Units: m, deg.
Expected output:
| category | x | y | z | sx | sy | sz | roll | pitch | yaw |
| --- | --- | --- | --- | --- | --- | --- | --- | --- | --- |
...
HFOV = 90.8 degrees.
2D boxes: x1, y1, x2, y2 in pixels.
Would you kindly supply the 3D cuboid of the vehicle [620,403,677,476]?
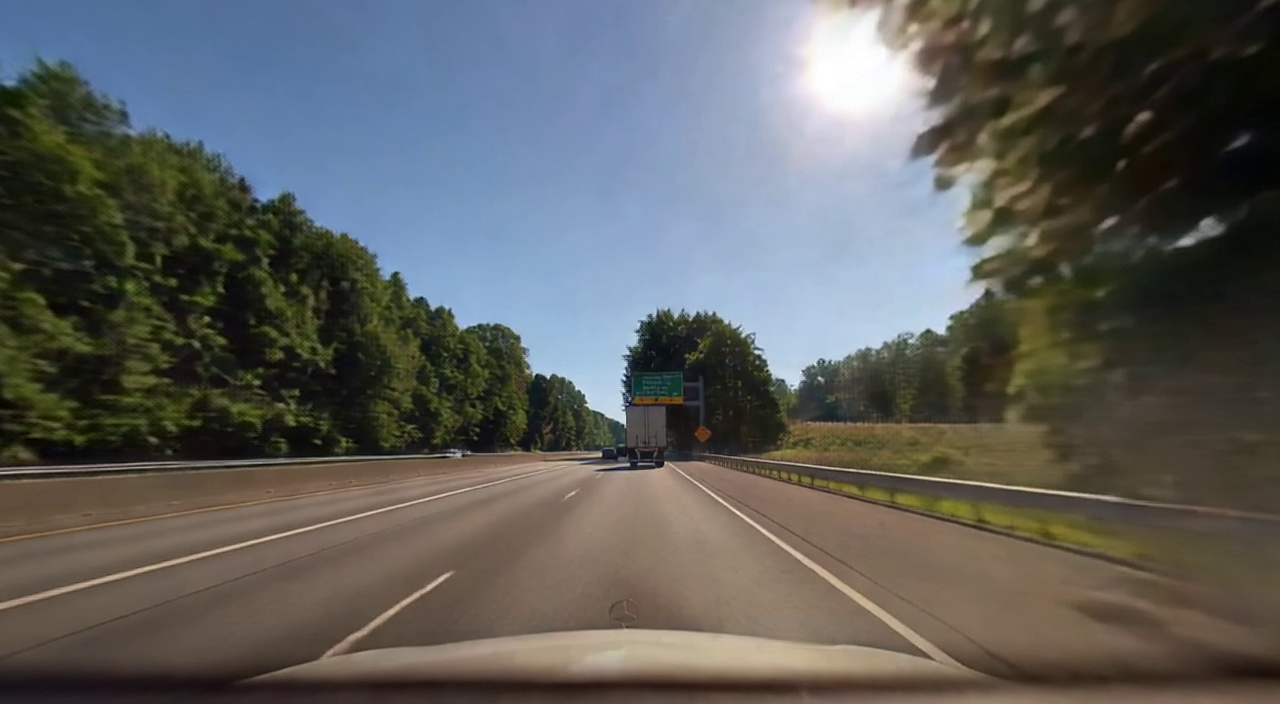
| category | x | y | z | sx | sy | sz | roll | pitch | yaw |
| --- | --- | --- | --- | --- | --- | --- | --- | --- | --- |
| vehicle | 0.350 | 5.627 | 39.679 | 2.976 | 3.800 | 12.335 | 0 | -9 | -1 |
